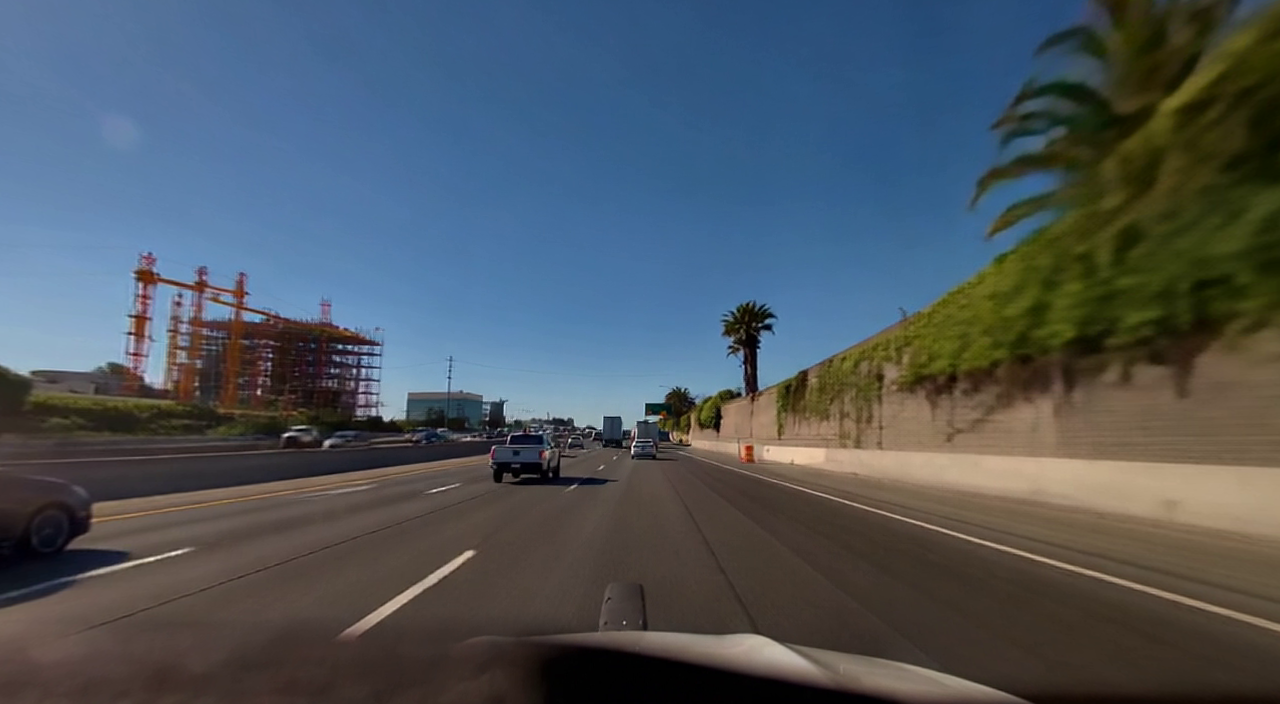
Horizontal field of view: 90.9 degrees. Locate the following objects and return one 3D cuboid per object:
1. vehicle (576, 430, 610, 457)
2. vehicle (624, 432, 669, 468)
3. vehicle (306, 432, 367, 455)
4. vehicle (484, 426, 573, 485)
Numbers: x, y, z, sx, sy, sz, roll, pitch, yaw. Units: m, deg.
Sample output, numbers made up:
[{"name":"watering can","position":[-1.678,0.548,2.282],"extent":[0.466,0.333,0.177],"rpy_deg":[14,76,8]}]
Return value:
[{"name":"vehicle","position":[-3.558,7.046,48.513],"extent":[2.203,1.958,4.848],"rpy_deg":[0,-8,1]},{"name":"vehicle","position":[0.333,4.954,32.078],"extent":[2.136,1.678,4.052],"rpy_deg":[0,-8,0]},{"name":"vehicle","position":[-23.613,7.142,49.260],"extent":[2.161,1.688,4.913],"rpy_deg":[-1,-8,2]},{"name":"vehicle","position":[-3.603,3.455,21.304],"extent":[2.108,1.740,4.549],"rpy_deg":[0,-8,1]}]
